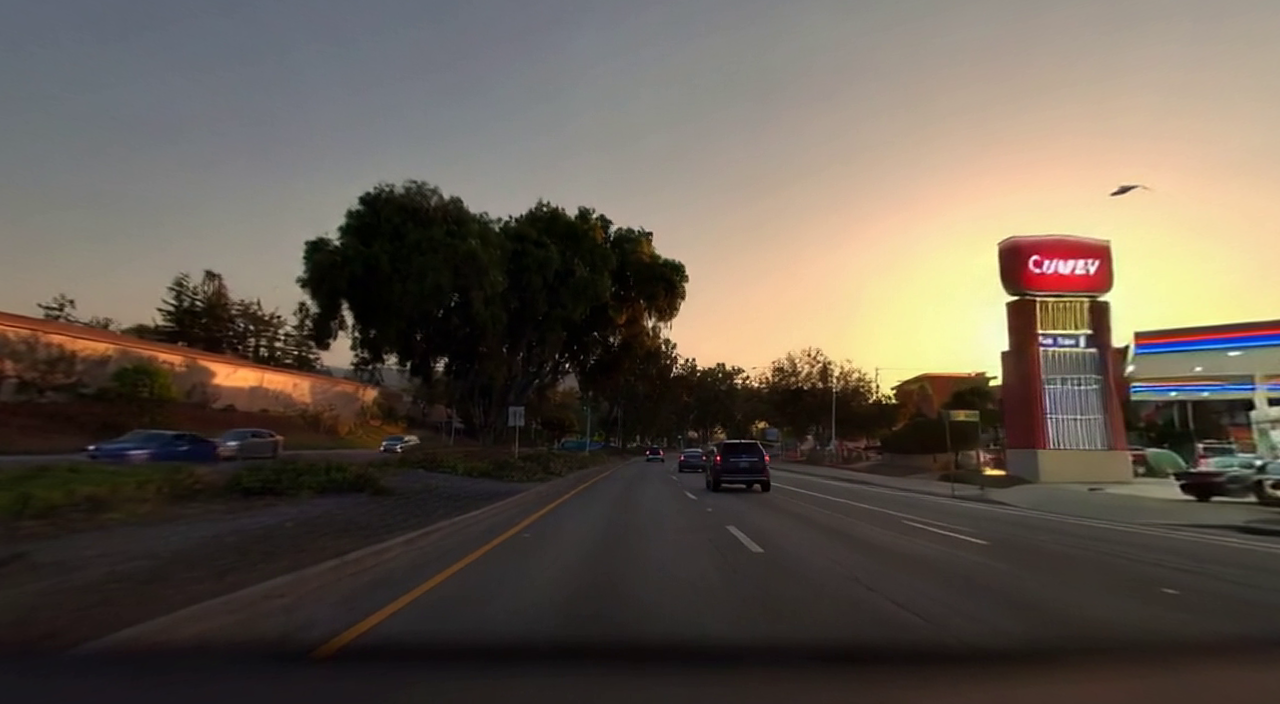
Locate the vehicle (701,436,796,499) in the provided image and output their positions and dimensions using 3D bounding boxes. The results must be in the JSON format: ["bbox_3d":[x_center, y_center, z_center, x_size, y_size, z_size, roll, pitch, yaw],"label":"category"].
[{"bbox_3d":[3.329,3.648,20.414,2.184,1.777,4.712,0,-8,-1],"label":"vehicle"}]

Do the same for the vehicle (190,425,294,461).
[{"bbox_3d":[-19.488,4.522,31.160,1.941,1.629,4.557,-1,-8,4],"label":"vehicle"}]

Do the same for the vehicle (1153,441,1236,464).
[{"bbox_3d":[37.061,6.724,42.133,4.234,1.450,2.000,2,-9,-14],"label":"vehicle"}]

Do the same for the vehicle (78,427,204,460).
[{"bbox_3d":[-23.401,4.338,29.830,2.036,1.459,4.574,-1,-8,3],"label":"vehicle"}]

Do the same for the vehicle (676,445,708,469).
[{"bbox_3d":[3.694,7.510,45.237,2.012,1.612,4.114,0,-8,1],"label":"vehicle"}]
